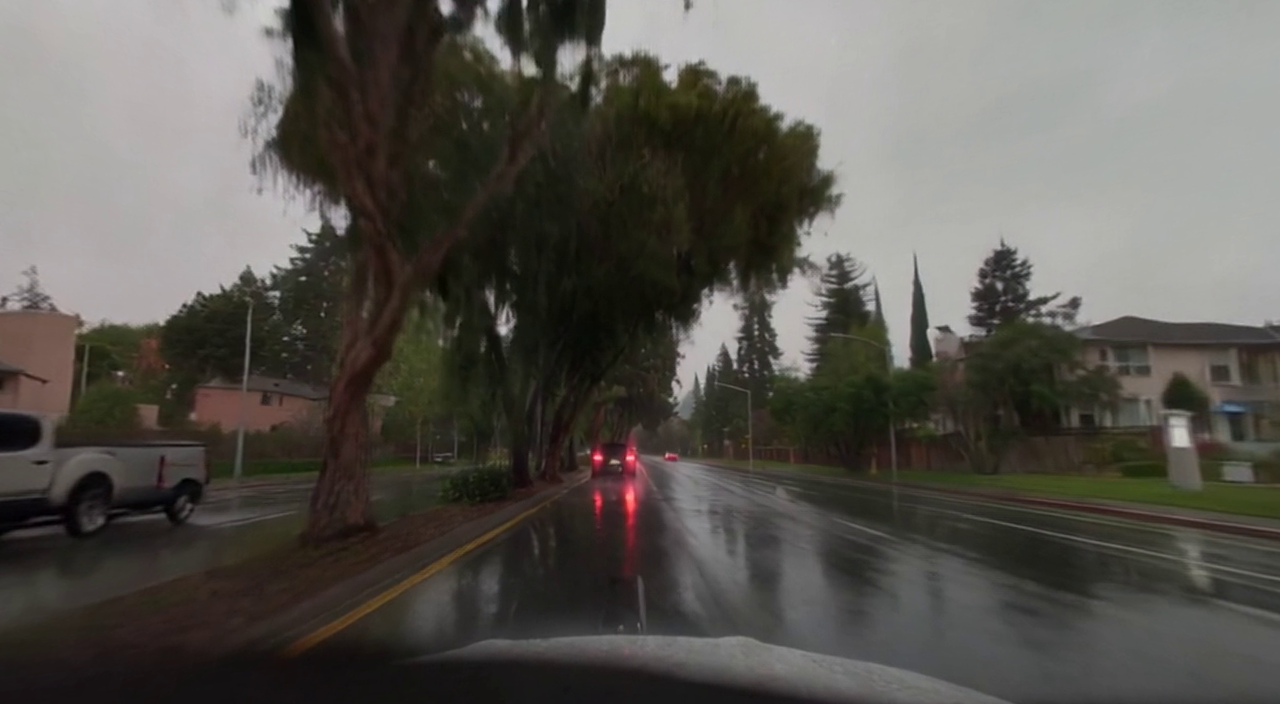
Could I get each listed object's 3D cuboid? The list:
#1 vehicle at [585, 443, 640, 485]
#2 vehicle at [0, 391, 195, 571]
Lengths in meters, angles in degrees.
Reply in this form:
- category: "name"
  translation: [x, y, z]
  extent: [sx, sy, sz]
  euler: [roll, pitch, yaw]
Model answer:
- category: "vehicle"
  translation: [-1.065, 4.691, 26.746]
  extent: [2.093, 1.591, 4.247]
  euler: [0, -8, 0]
- category: "vehicle"
  translation: [-8.762, 1.623, 8.174]
  extent: [2.386, 2.101, 4.923]
  euler: [1, -8, 0]
